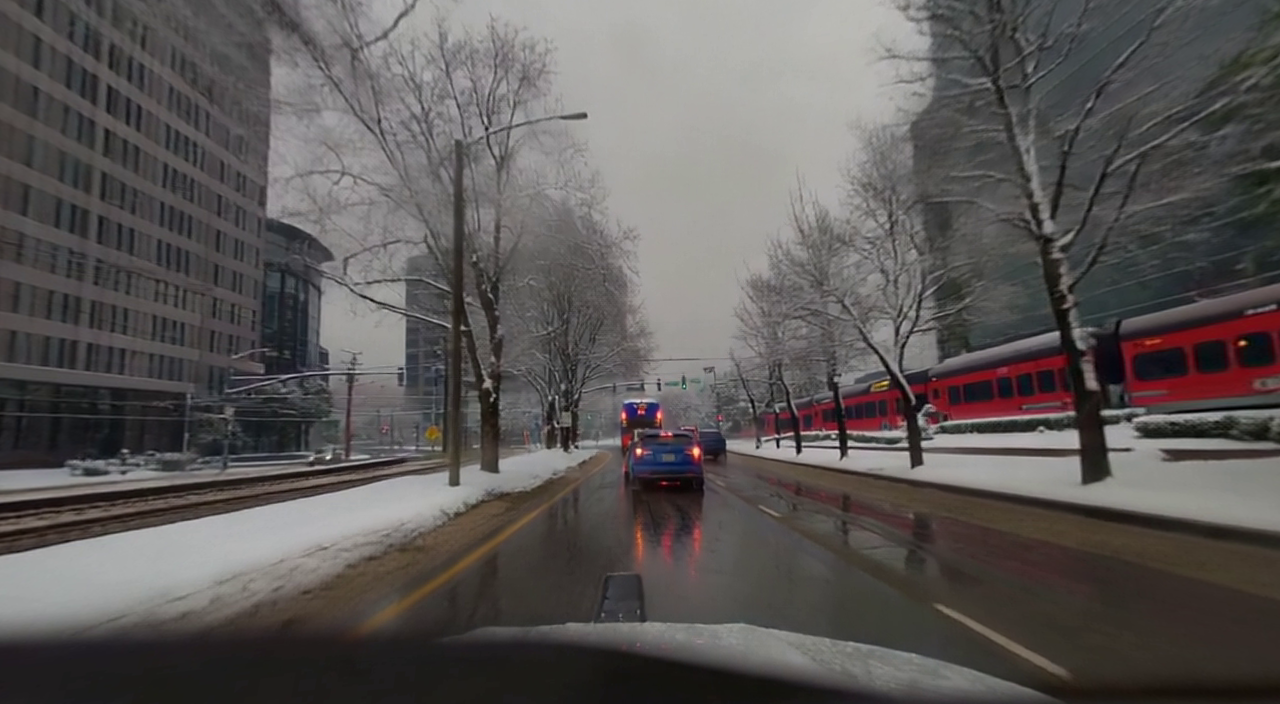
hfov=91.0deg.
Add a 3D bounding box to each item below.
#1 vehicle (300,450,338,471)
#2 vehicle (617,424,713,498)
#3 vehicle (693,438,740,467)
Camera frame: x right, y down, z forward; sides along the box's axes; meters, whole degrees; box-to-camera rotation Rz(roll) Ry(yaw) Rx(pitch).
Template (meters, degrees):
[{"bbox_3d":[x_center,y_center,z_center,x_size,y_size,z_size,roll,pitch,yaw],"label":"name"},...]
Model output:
[{"bbox_3d":[-24.166,8.130,47.519,1.900,1.465,4.781,3,-9,-19],"label":"vehicle"},{"bbox_3d":[0.538,2.821,16.534,2.190,1.684,4.084,0,-9,-1],"label":"vehicle"},{"bbox_3d":[4.085,5.471,34.459,1.916,1.466,4.529,0,-9,-1],"label":"vehicle"}]
